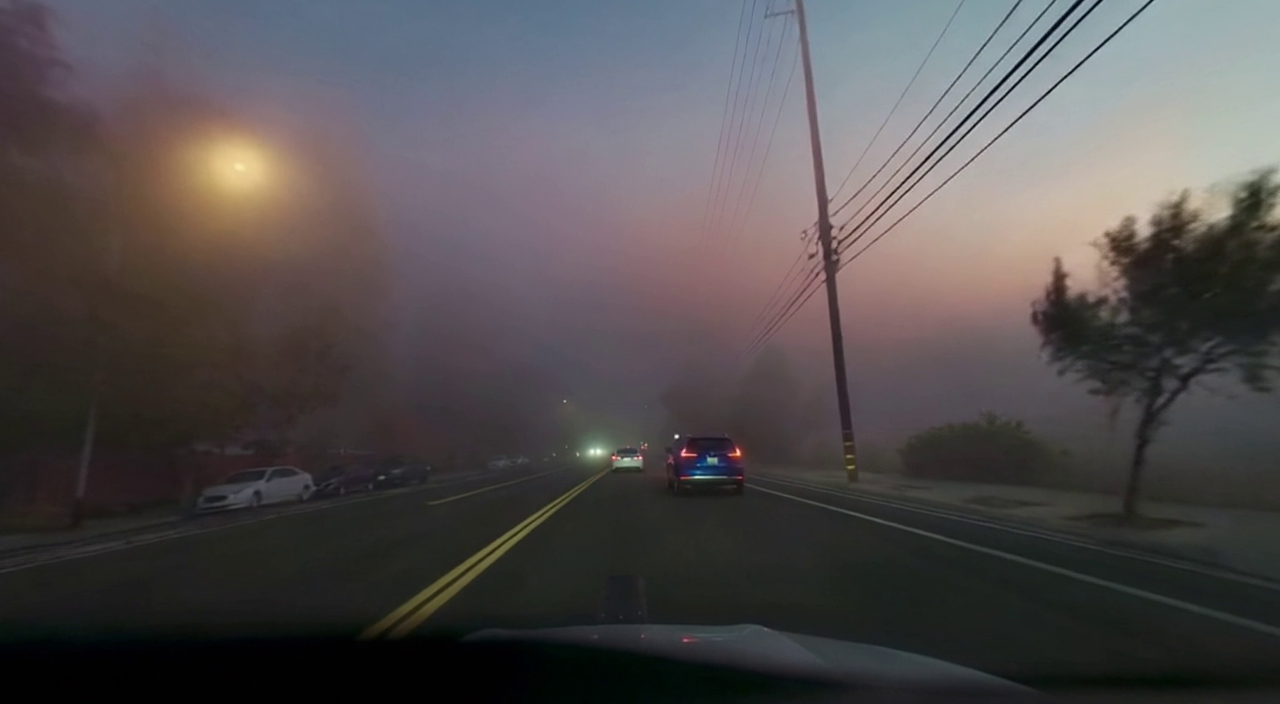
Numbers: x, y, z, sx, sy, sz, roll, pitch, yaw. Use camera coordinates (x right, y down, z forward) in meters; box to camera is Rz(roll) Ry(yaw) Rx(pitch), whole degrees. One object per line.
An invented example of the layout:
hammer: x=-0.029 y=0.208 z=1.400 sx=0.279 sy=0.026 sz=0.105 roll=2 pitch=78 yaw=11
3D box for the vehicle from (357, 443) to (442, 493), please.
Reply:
vehicle: x=-12.287 y=5.883 z=32.712 sx=2.504 sy=2.031 sz=5.237 roll=-7 pitch=-8 yaw=-4

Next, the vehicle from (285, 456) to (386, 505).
vehicle: x=-12.283 y=5.179 z=25.856 sx=1.897 sy=1.498 sz=4.628 roll=-5 pitch=-8 yaw=-1

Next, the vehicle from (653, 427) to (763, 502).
vehicle: x=1.664 y=3.016 z=17.425 sx=2.200 sy=1.763 sz=4.676 roll=0 pitch=-8 yaw=-4

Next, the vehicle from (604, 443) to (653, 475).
vehicle: x=-0.555 y=5.201 z=30.940 sx=2.196 sy=1.449 sz=4.006 roll=0 pitch=-8 yaw=-1

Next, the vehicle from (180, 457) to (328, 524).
vehicle: x=-12.249 y=4.368 z=20.456 sx=2.044 sy=1.534 sz=4.554 roll=-6 pitch=-8 yaw=-3
